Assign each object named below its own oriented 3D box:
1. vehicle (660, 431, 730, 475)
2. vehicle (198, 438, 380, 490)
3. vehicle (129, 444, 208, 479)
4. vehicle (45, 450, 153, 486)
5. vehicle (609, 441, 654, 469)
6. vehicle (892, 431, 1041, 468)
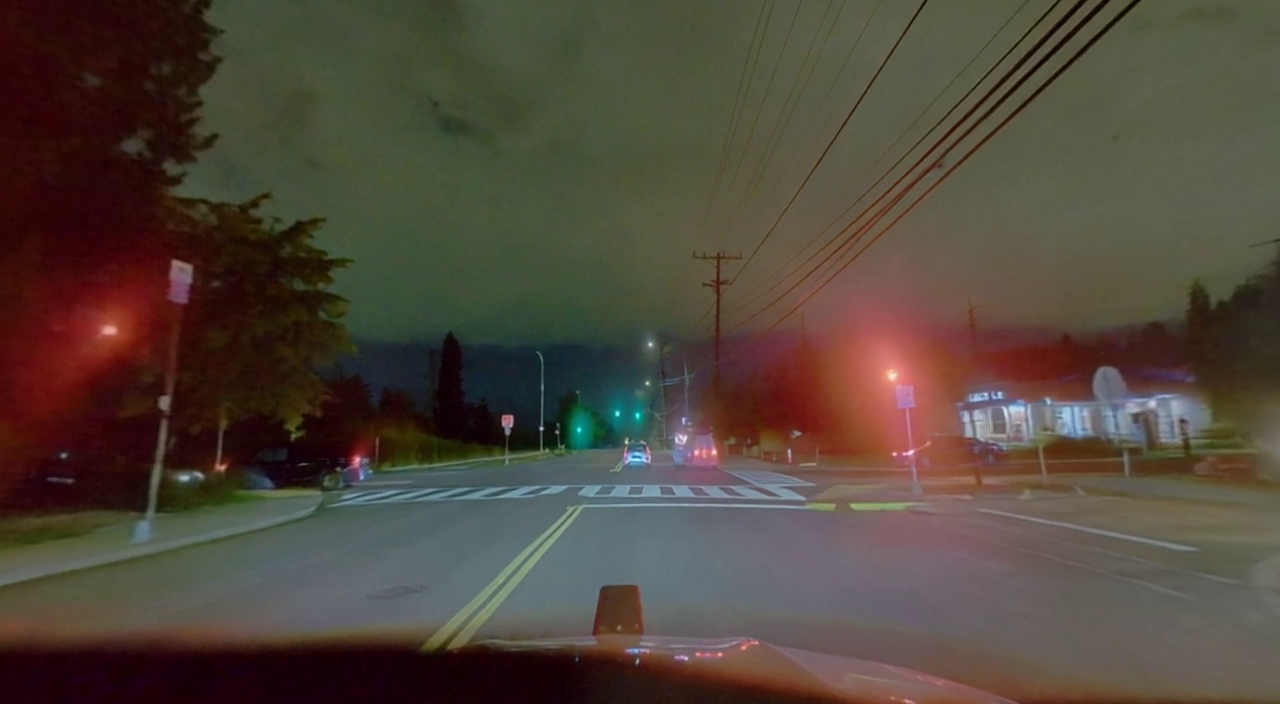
[{"bbox_3d":[2.499,4.799,30.293,2.553,1.868,5.536,0,-8,-3],"label":"vehicle"},{"bbox_3d":[-13.817,4.428,25.249,5.866,1.904,2.197,1,-8,-6],"label":"vehicle"},{"bbox_3d":[-30.287,7.002,40.767,2.087,2.103,4.490,1,-8,-8],"label":"vehicle"},{"bbox_3d":[-29.218,6.249,34.356,2.085,1.763,4.658,1,-8,-6],"label":"vehicle"},{"bbox_3d":[-0.514,5.566,34.383,1.874,1.427,3.976,1,-9,-9],"label":"vehicle"},{"bbox_3d":[13.035,3.933,25.468,4.872,1.400,1.955,-1,-8,3],"label":"vehicle"}]
